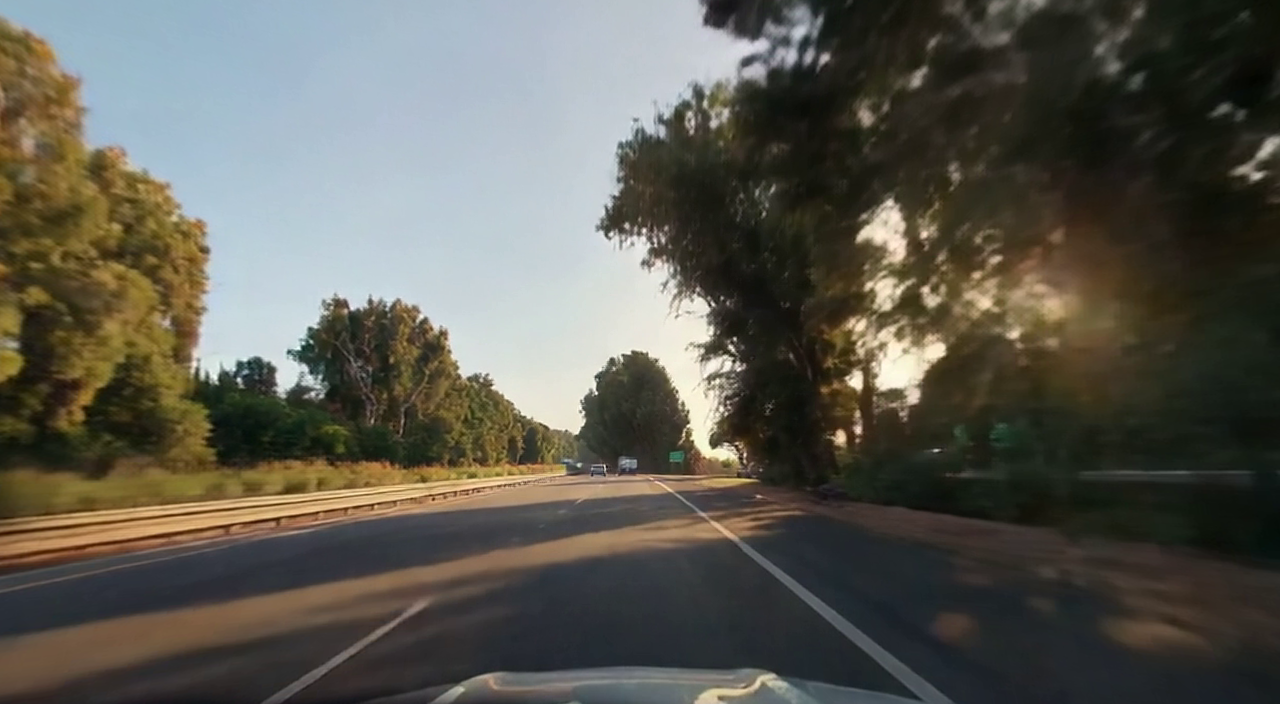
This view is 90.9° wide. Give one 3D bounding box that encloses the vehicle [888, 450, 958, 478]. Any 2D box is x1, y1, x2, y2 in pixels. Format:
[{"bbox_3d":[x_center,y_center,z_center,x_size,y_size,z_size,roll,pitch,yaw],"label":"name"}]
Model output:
[{"bbox_3d":[16.489,6.588,36.944,1.973,1.540,3.978,2,-10,-4],"label":"vehicle"}]
